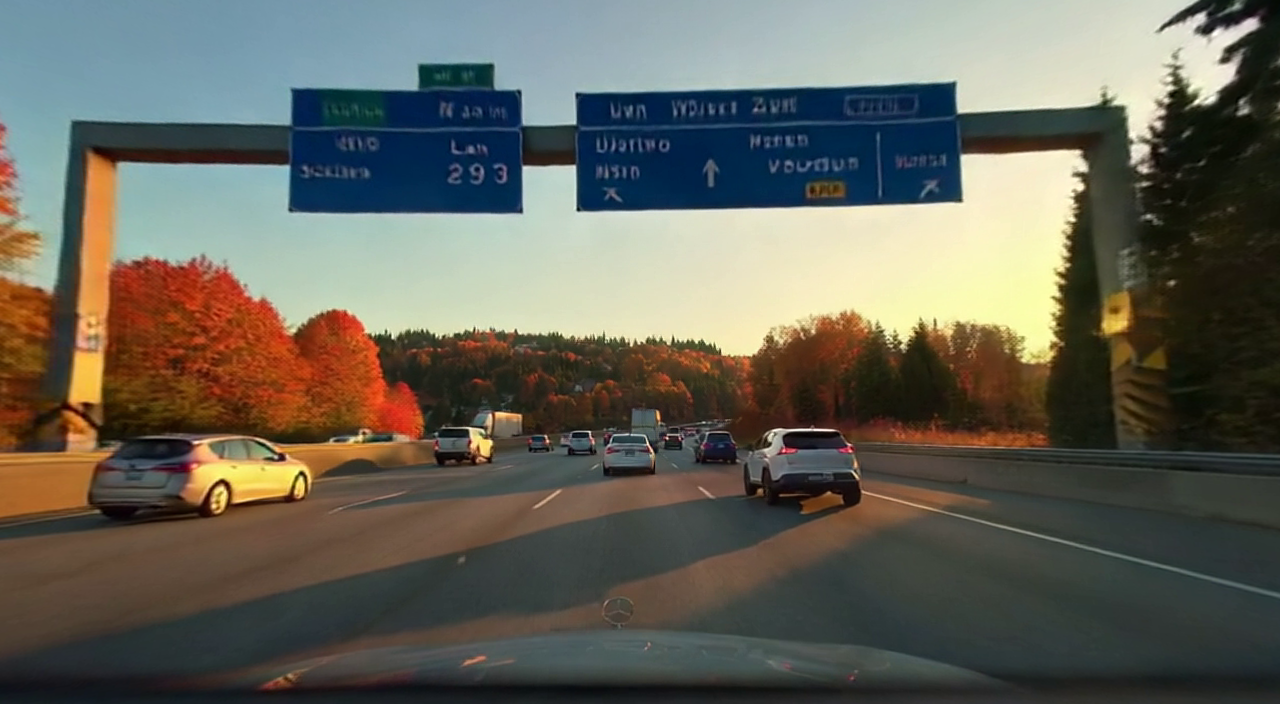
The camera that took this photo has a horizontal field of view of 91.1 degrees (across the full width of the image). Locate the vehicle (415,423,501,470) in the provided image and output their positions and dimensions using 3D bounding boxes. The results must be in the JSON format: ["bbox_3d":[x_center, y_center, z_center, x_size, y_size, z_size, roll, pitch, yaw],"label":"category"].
[{"bbox_3d":[-7.488,3.921,26.381,2.117,1.779,4.745,0,-8,1],"label":"vehicle"}]

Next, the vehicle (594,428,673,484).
[{"bbox_3d":[-0.186,3.081,19.072,2.111,1.494,4.364,0,-8,-1],"label":"vehicle"}]

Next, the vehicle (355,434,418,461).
[{"bbox_3d":[-15.511,5.843,38.723,2.084,1.538,4.162,0,-8,0],"label":"vehicle"}]

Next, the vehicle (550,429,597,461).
[{"bbox_3d":[-3.575,5.095,34.605,2.064,1.672,4.277,0,-8,1],"label":"vehicle"}]

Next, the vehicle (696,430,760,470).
[{"bbox_3d":[3.531,4.027,26.154,1.972,1.516,4.514,0,-8,-1],"label":"vehicle"}]

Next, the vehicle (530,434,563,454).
[{"bbox_3d":[-7.060,6.988,47.778,1.896,1.429,4.348,0,-8,0],"label":"vehicle"}]

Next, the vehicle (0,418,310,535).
[{"bbox_3d":[-7.471,1.915,10.319,1.934,1.526,3.966,0,-8,0],"label":"vehicle"}]

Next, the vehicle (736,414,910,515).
[{"bbox_3d":[3.372,2.154,12.637,2.095,1.650,4.331,0,-8,-1],"label":"vehicle"}]
